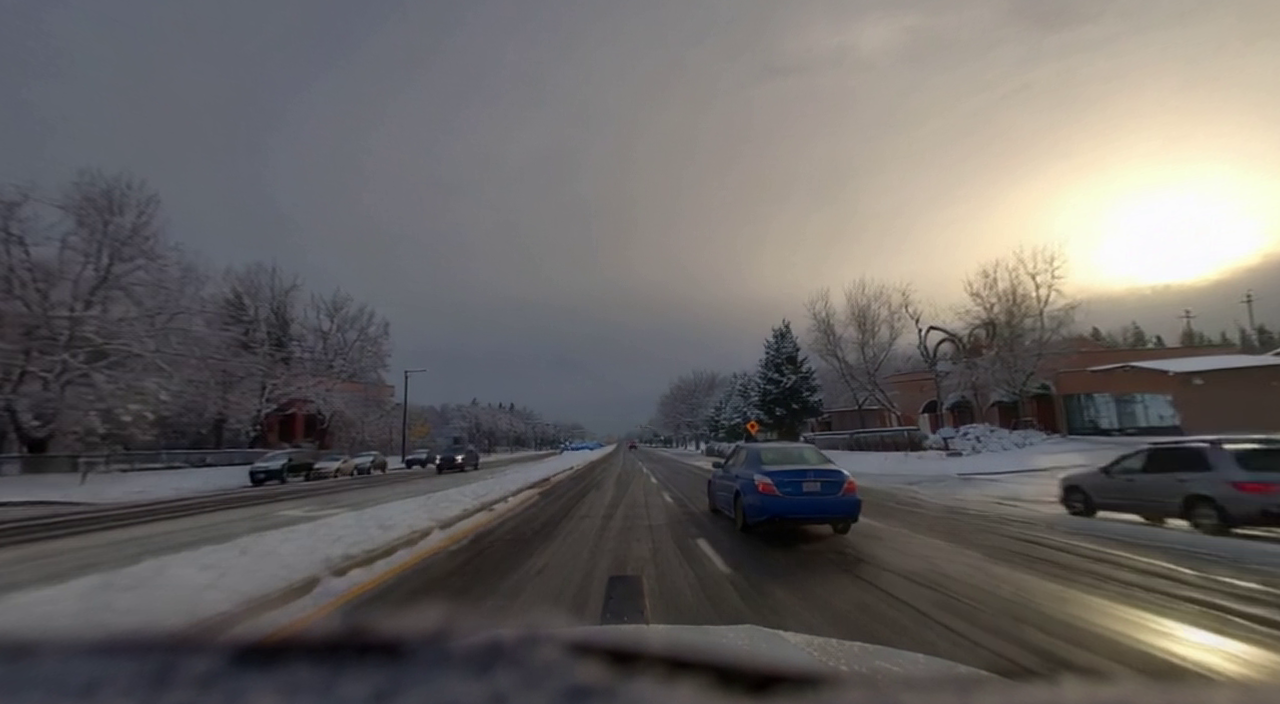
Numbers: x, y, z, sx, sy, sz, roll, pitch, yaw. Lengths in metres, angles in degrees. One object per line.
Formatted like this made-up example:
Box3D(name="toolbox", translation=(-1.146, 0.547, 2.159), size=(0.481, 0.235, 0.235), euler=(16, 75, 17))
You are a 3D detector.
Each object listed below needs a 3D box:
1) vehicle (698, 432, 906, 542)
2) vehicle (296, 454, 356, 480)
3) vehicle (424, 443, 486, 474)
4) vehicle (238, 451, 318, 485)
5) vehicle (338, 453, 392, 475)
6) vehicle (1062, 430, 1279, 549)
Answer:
Box3D(name="vehicle", translation=(2.372, 2.133, 10.679), size=(2.141, 1.443, 4.499), euler=(0, -8, -3))
Box3D(name="vehicle", translation=(-20.157, 7.368, 40.624), size=(1.736, 1.502, 4.259), euler=(0, -8, -1))
Box3D(name="vehicle", translation=(-9.861, 5.697, 34.010), size=(1.990, 1.496, 4.598), euler=(0, -8, -1))
Box3D(name="vehicle", translation=(-20.064, 6.406, 35.171), size=(1.888, 1.751, 4.526), euler=(0, -8, -2))
Box3D(name="vehicle", translation=(-20.279, 8.272, 46.694), size=(1.896, 1.485, 4.546), euler=(0, -8, 1))
Box3D(name="vehicle", translation=(9.057, 1.997, 9.711), size=(2.037, 1.500, 4.205), euler=(0, -8, -2))
